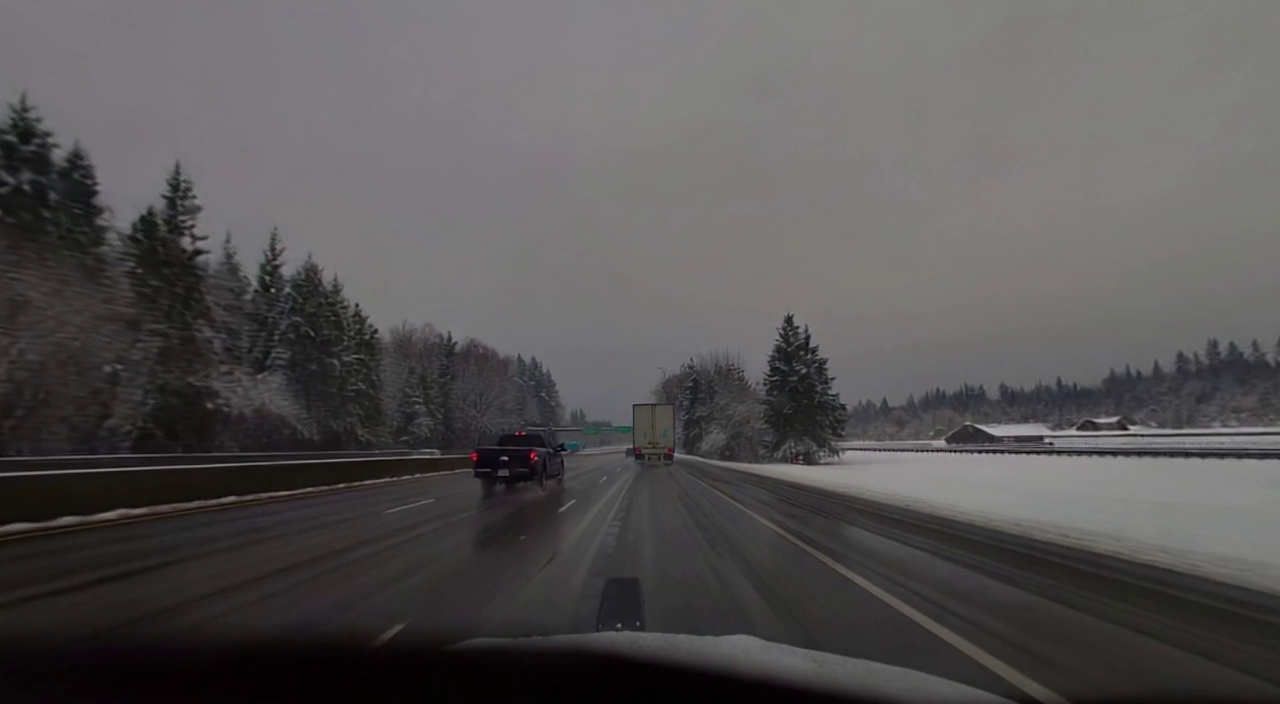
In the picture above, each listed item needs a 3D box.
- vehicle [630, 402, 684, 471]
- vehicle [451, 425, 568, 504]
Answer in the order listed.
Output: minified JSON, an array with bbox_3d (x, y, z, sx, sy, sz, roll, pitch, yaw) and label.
[{"bbox_3d":[1.007,5.627,40.874,2.976,3.800,12.335,0,-9,1],"label":"vehicle"},{"bbox_3d":[-3.522,3.189,18.231,2.226,1.933,5.179,0,-9,1],"label":"vehicle"}]
